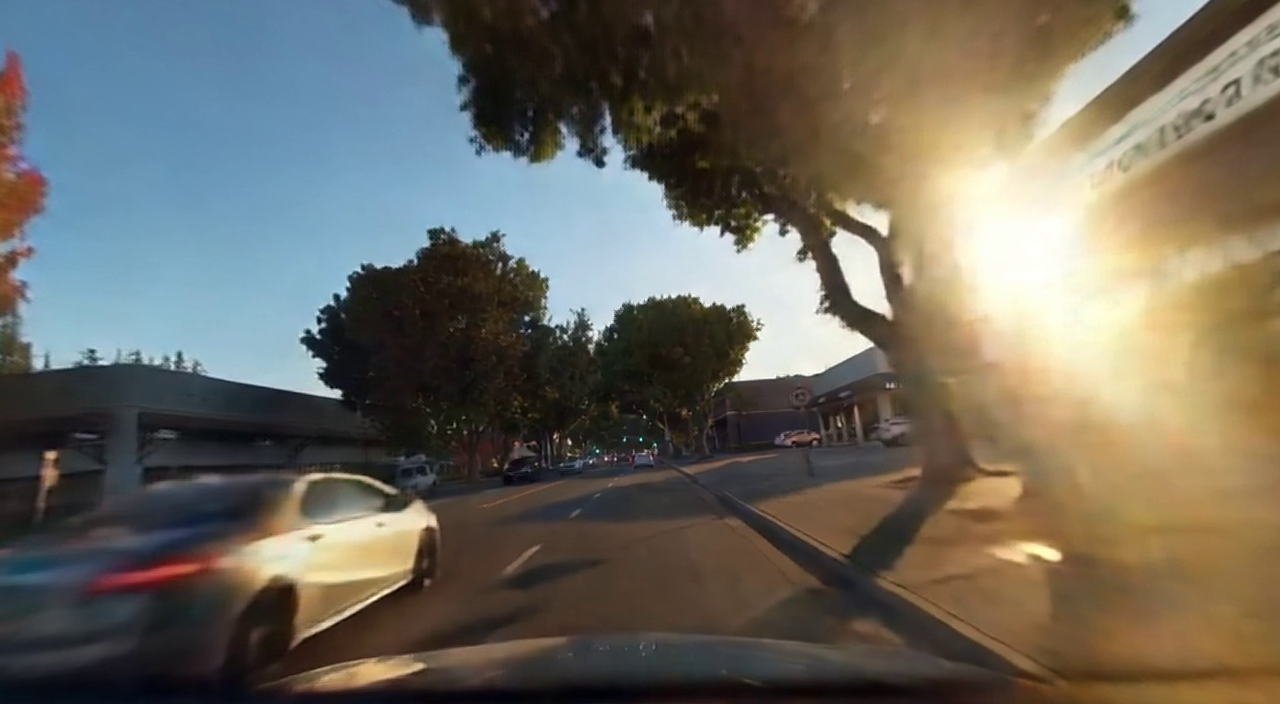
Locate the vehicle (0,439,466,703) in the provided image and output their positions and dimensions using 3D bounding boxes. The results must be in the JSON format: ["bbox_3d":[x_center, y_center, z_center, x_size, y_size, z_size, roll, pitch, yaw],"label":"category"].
[{"bbox_3d":[-2.968,1.403,4.523,2.076,1.481,4.513,0,-9,1],"label":"vehicle"}]

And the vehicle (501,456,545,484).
[{"bbox_3d":[-7.904,7.978,42.941,2.038,1.670,4.468,0,-9,1],"label":"vehicle"}]

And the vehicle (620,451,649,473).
[{"bbox_3d":[-0.435,7.992,46.154,2.020,1.478,3.922,0,-9,-2],"label":"vehicle"}]
